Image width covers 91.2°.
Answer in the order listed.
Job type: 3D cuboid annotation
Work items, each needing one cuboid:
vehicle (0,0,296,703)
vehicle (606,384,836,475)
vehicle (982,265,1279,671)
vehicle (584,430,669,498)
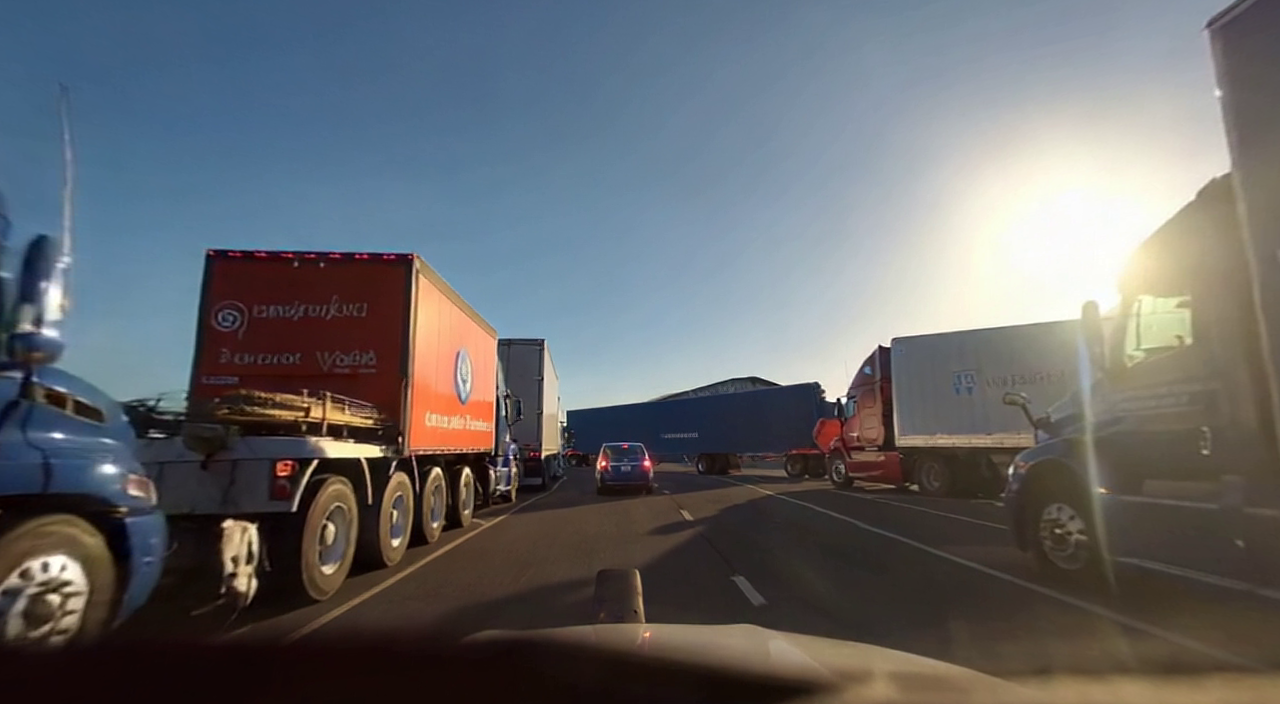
[{"bbox_3d":[-3.936,-0.051,1.147,2.844,3.085,6.941,0,-9,-2],"label":"vehicle"},{"bbox_3d":[3.608,4.265,34.884,2.877,4.124,14.516,2,-7,-39],"label":"vehicle"},{"bbox_3d":[5.169,0.678,3.679,2.570,2.439,6.392,0,-9,-1],"label":"vehicle"},{"bbox_3d":[-0.383,3.136,17.801,2.140,1.682,3.971,0,-9,-1],"label":"vehicle"}]
